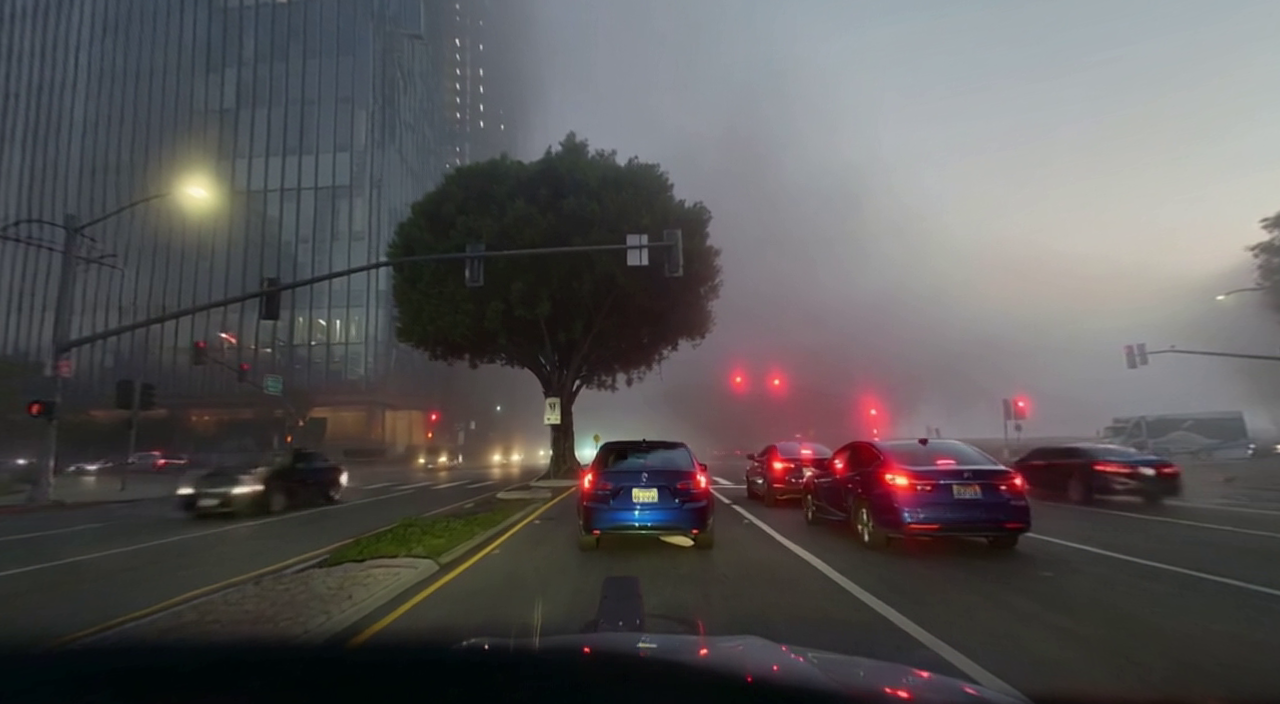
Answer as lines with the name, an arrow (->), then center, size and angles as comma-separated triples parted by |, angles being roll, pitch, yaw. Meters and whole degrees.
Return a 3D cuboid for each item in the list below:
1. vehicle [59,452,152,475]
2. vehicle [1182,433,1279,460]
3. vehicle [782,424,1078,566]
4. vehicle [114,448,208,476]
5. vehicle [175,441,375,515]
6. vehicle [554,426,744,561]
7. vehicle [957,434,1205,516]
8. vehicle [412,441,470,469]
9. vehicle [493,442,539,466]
vehicle -> -36.390, 7.592, 43.138 | 4.423, 1.470, 1.877 | 1, -9, -7
vehicle -> 35.175, 5.596, 37.472 | 4.190, 1.535, 1.998 | 0, -9, -1
vehicle -> 3.595, 1.869, 9.028 | 2.018, 1.491, 4.544 | 0, -9, -1
vehicle -> -26.705, 6.138, 35.311 | 3.657, 1.528, 1.783 | 1, -9, -4
vehicle -> -8.470, 2.942, 15.307 | 2.004, 1.476, 4.671 | 0, -9, 1
vehicle -> 0.074, 1.870, 9.026 | 2.087, 1.468, 4.014 | 0, -9, -1
vehicle -> 9.214, 2.585, 13.816 | 2.086, 1.483, 4.408 | 0, -9, -3
vehicle -> -12.594, 6.555, 40.324 | 2.166, 1.659, 4.654 | 0, -9, 1
vehicle -> -8.277, 6.825, 42.448 | 2.090, 1.475, 4.616 | 0, -9, 1
